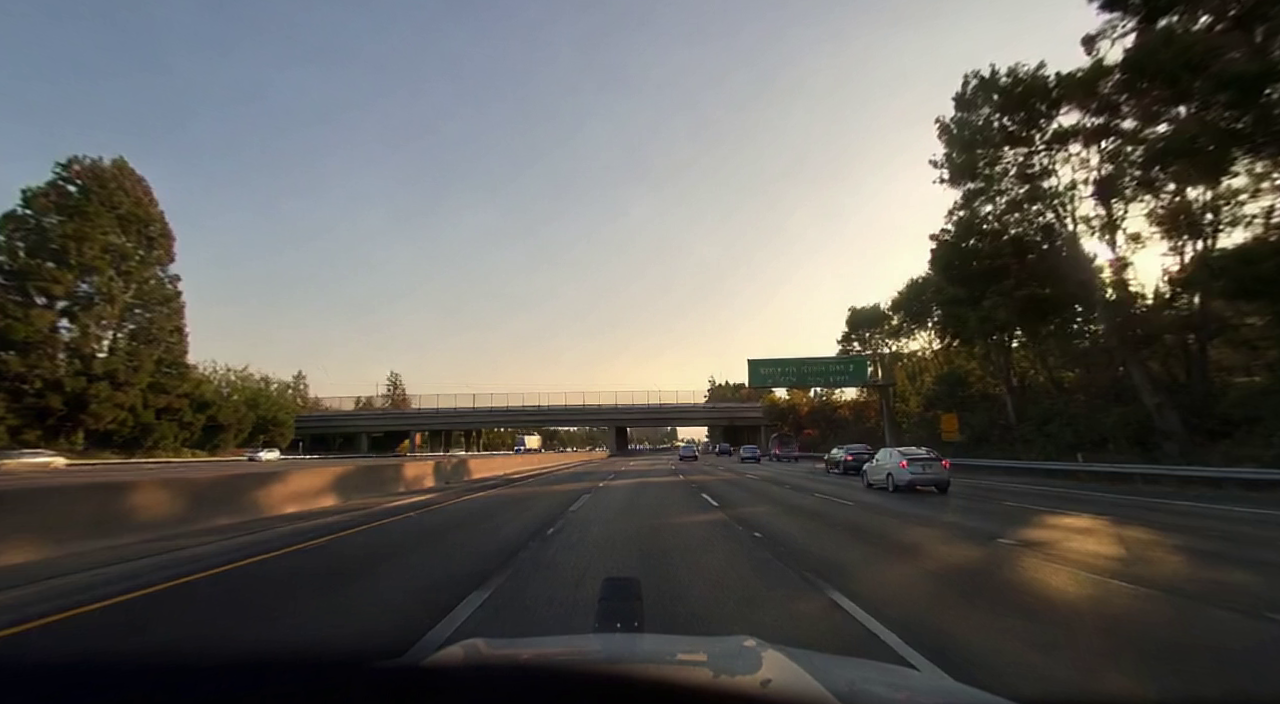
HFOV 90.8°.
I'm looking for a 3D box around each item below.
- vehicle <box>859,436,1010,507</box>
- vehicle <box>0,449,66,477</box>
[{"bbox_3d":[7.581,3.096,16.805,1.862,1.613,4.316,0,-9,-1],"label":"vehicle"},{"bbox_3d":[-34.641,6.114,34.879,1.712,1.458,4.420,0,-9,0],"label":"vehicle"}]
